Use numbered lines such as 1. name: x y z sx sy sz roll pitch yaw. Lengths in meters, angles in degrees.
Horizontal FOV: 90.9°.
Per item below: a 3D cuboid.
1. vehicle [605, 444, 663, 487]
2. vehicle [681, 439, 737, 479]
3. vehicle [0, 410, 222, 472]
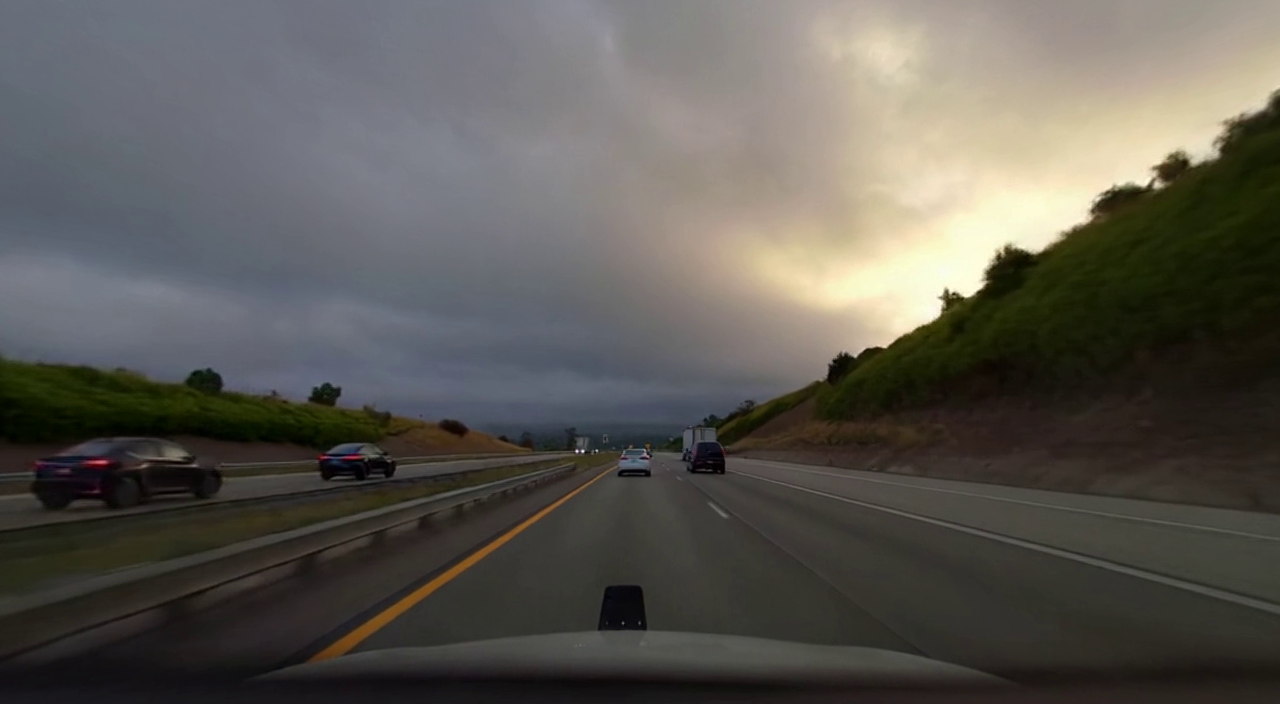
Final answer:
1. vehicle: -0.211 4.127 23.121 1.970 1.441 3.846 0 -9 0
2. vehicle: 3.134 4.981 29.503 2.048 1.704 4.284 0 -9 -1
3. vehicle: -35.823 6.294 43.725 2.892 3.450 16.147 0 -9 -1
